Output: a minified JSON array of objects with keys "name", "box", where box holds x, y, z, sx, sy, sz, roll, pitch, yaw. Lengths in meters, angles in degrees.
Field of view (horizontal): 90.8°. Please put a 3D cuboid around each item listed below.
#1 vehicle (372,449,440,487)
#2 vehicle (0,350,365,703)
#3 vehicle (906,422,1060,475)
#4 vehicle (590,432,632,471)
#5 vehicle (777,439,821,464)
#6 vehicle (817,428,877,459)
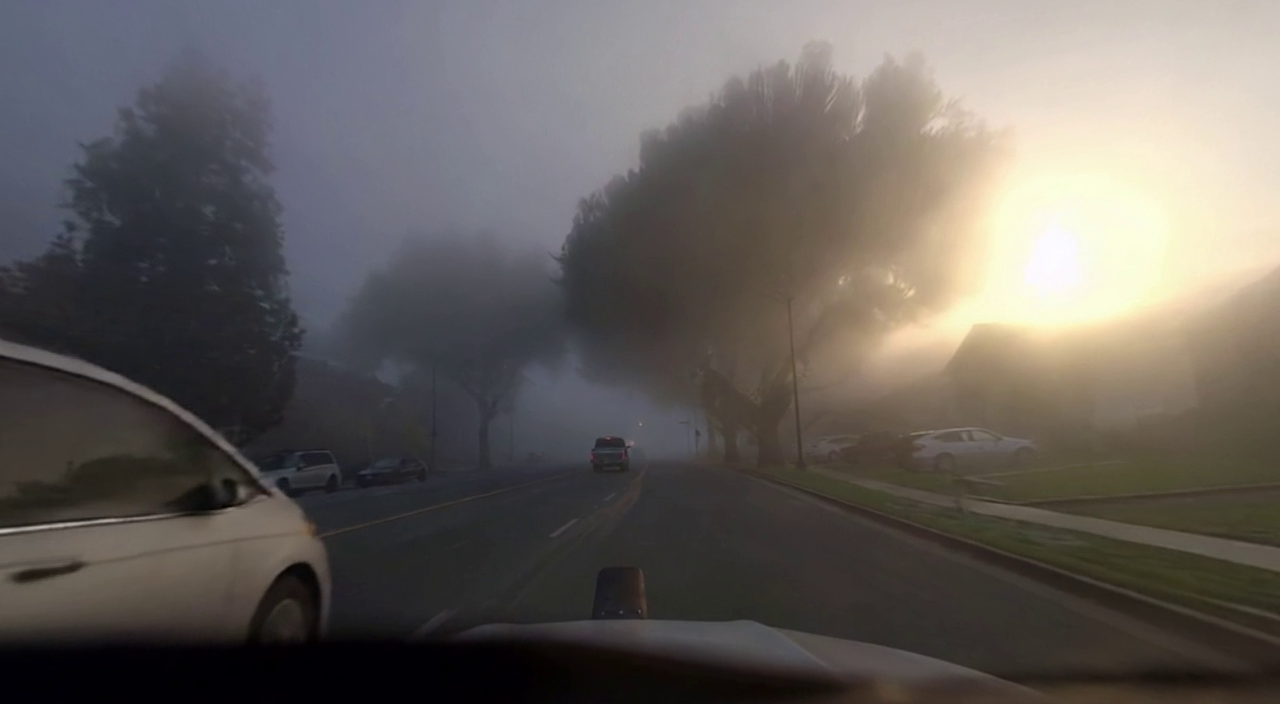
[{"name":"vehicle","box":[-12.321,6.083,33.551,2.002,1.598,4.366,-5,-8,-1]},{"name":"vehicle","box":[-2.929,0.768,1.607,2.205,1.590,4.852,0,-9,1]},{"name":"vehicle","box":[11.917,3.375,22.201,4.249,1.550,1.843,-3,-8,3]},{"name":"vehicle","box":[-1.622,5.832,37.167,2.085,2.084,5.133,0,-9,2]},{"name":"vehicle","box":[10.079,6.345,40.410,1.897,1.524,4.604,-1,-8,4]},{"name":"vehicle","box":[12.970,5.785,39.898,2.138,1.850,4.930,0,-9,0]}]
